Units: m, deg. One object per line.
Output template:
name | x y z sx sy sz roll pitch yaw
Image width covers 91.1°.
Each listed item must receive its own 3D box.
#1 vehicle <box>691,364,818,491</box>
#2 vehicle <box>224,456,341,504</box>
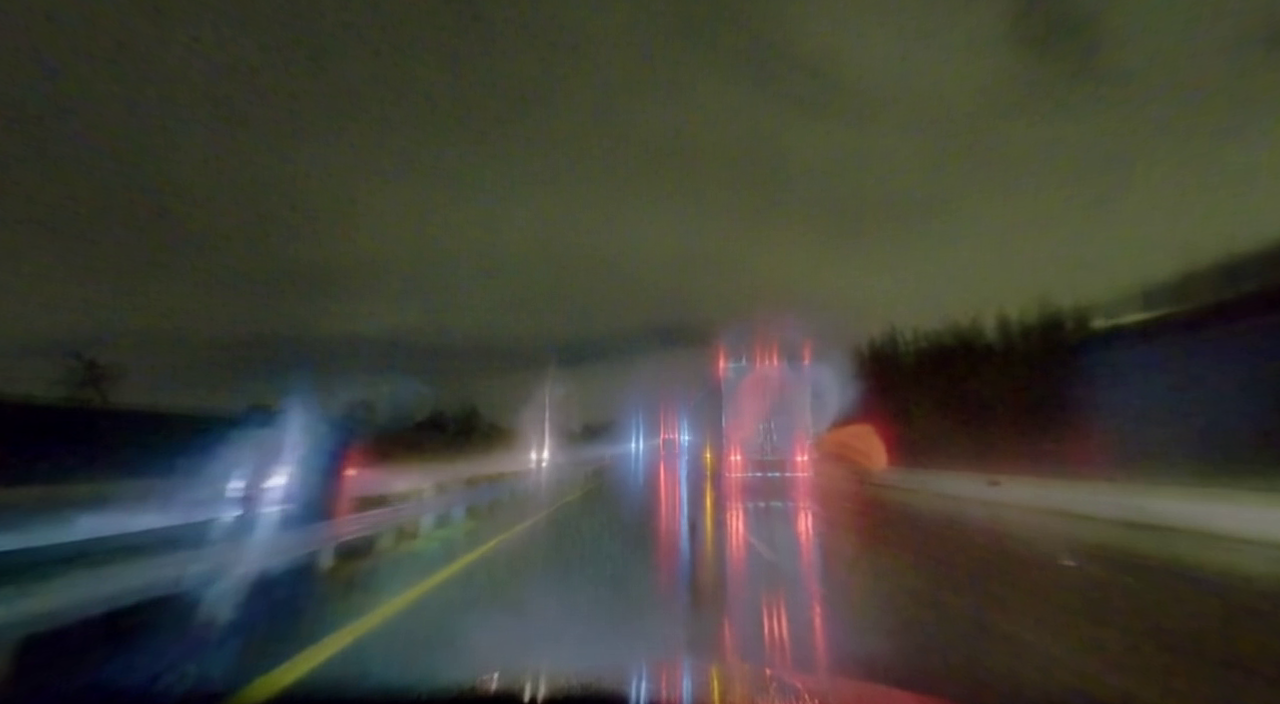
vehicle | 4.139 3.340 26.357 2.965 4.028 12.529 0 -9 0
vehicle | -12.275 4.388 21.859 1.859 1.465 3.636 0 -9 1
